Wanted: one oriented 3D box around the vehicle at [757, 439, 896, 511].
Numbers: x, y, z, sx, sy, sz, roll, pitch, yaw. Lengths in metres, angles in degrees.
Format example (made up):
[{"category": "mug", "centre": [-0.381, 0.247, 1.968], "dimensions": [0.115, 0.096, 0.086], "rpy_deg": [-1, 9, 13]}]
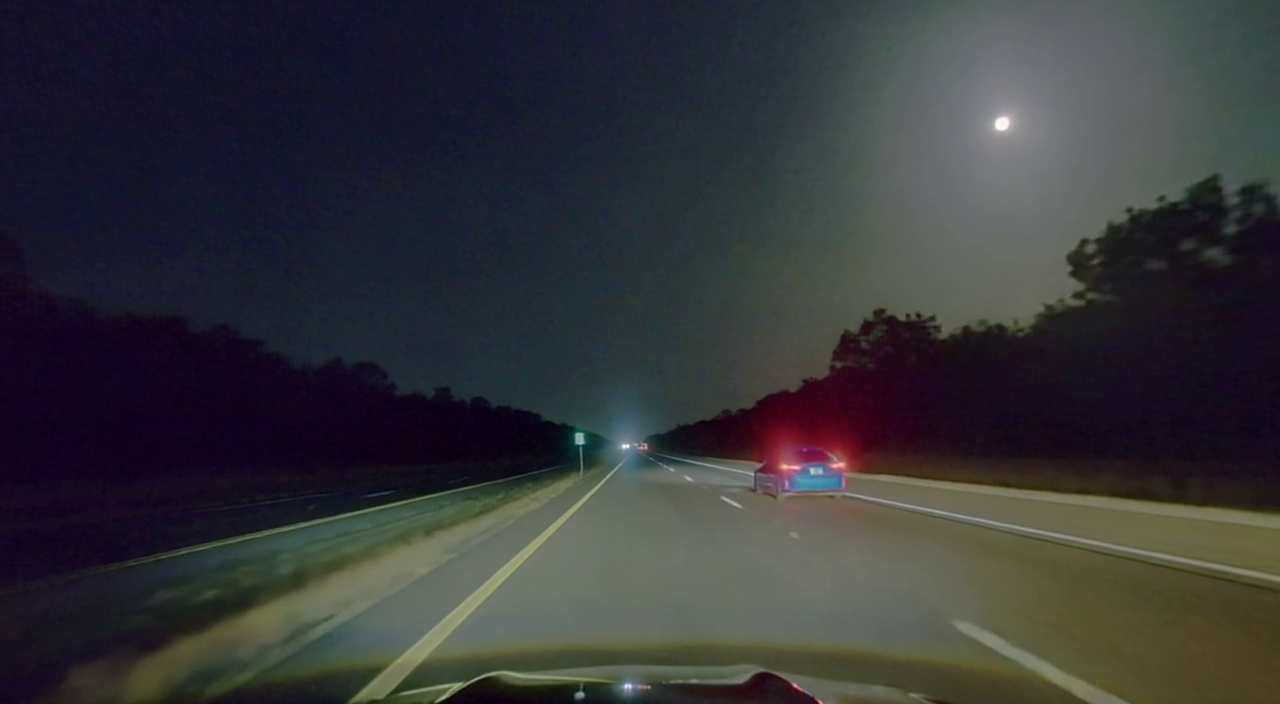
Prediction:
[{"category": "vehicle", "centre": [4.240, 2.871, 15.043], "dimensions": [1.981, 1.440, 4.125], "rpy_deg": [0, -9, -1]}]
